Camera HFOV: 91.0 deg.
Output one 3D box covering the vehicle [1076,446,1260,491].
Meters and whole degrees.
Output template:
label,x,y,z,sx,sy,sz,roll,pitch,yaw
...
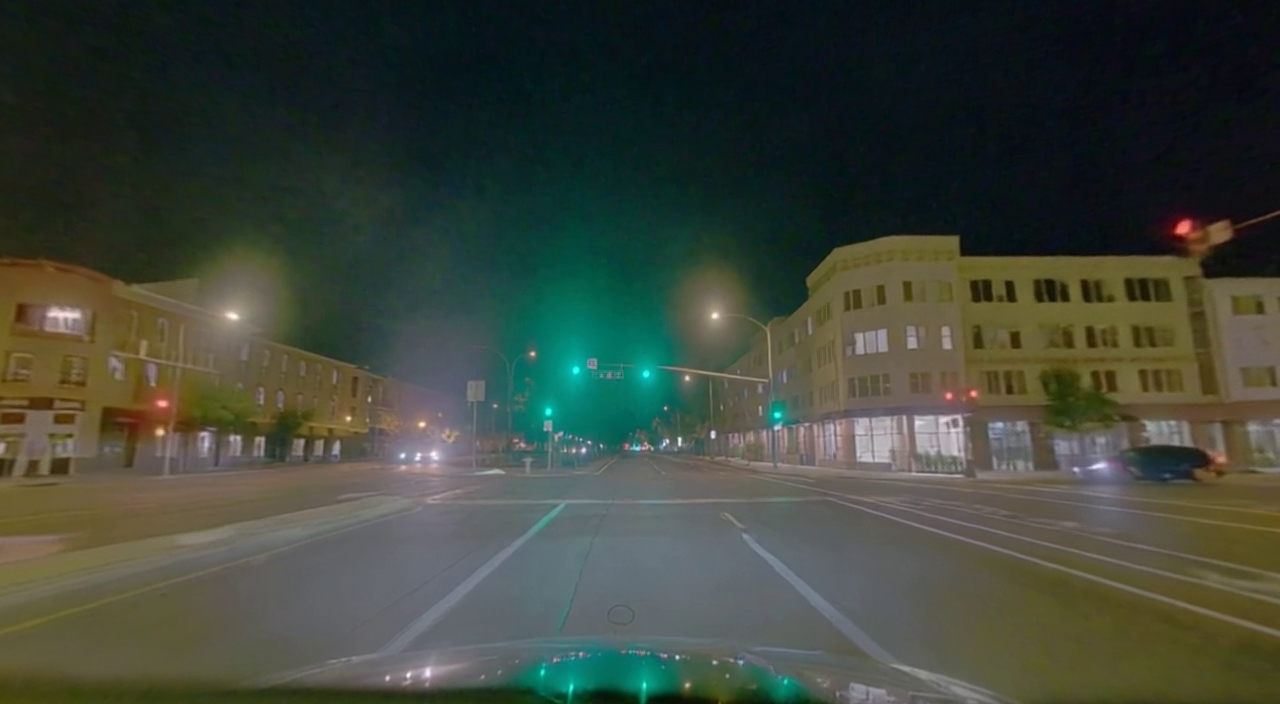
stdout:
label,x,y,z,sx,sy,sz,roll,pitch,yaw
vehicle,17.800,3.935,21.380,4.583,1.426,1.892,0,-9,-2
